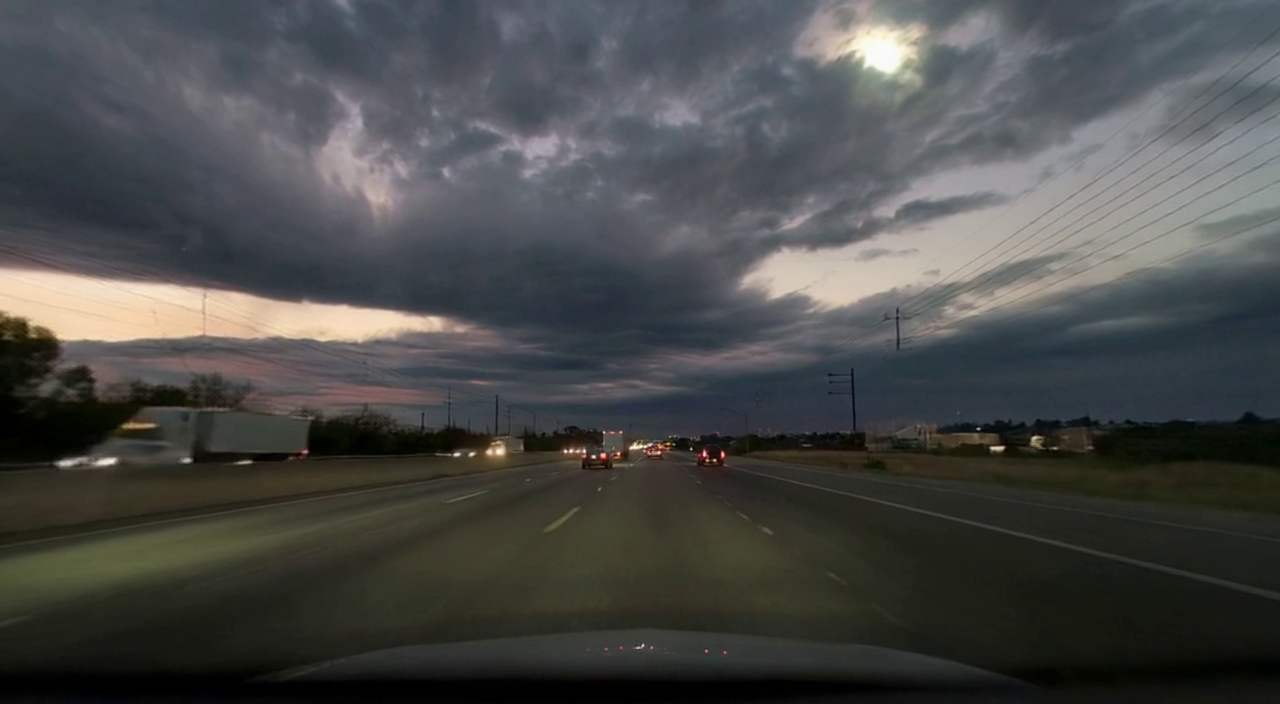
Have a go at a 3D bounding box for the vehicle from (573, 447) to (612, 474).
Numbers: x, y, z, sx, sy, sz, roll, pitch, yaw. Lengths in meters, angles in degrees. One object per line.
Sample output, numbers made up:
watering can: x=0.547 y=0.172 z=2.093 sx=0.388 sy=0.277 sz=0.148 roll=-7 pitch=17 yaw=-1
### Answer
vehicle: x=-2.759 y=6.429 z=37.445 sx=2.004 sy=1.498 sz=4.043 roll=0 pitch=-9 yaw=1

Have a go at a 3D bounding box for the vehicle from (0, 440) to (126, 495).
vehicle: x=-18.600 y=3.476 z=19.188 sx=1.944 sy=1.513 sz=4.559 roll=0 pitch=-9 yaw=1

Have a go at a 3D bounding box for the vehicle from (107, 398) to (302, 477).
vehicle: x=-23.099 y=4.799 z=34.633 sx=3.023 sy=3.670 sz=10.527 roll=0 pitch=-9 yaw=1

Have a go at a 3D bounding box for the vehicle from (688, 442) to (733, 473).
vehicle: x=4.385 y=6.666 z=39.974 sx=2.214 sy=1.799 sz=4.627 roll=0 pitch=-9 yaw=-1
